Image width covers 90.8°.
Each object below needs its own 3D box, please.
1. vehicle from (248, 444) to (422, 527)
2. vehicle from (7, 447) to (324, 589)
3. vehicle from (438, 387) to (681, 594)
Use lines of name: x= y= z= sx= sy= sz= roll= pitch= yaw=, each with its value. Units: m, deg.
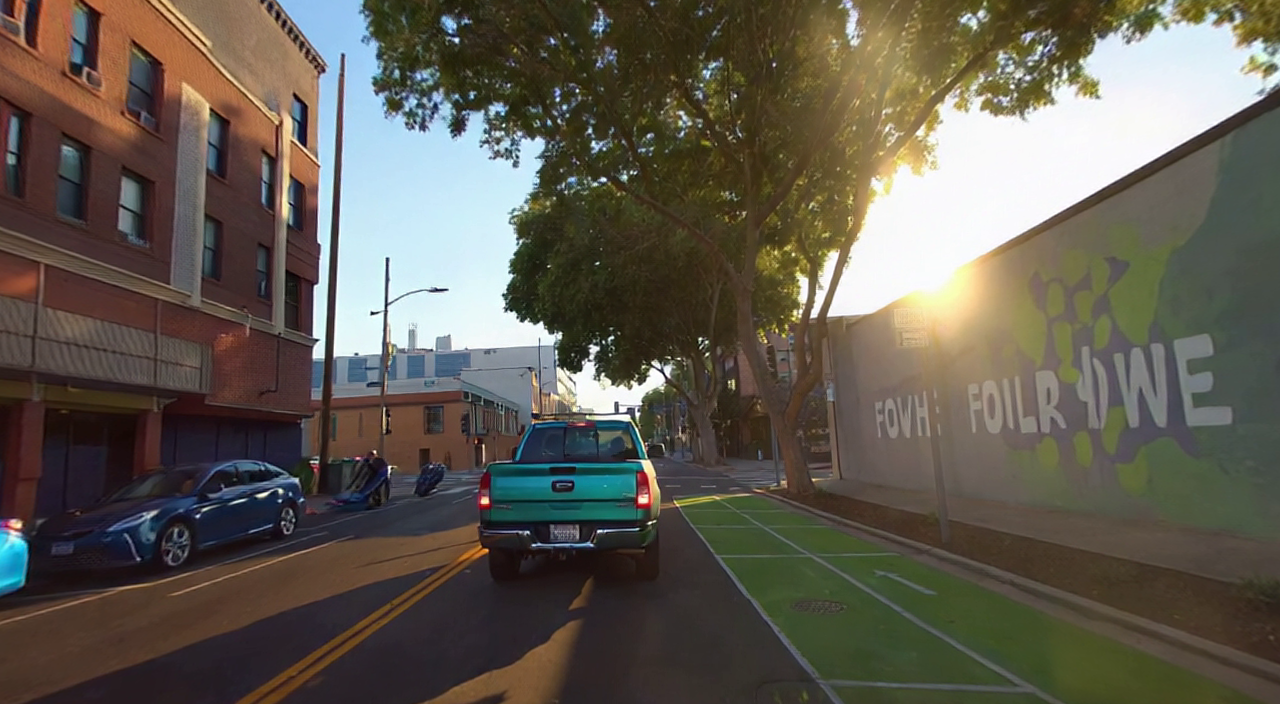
vehicle: x=-7.399 y=3.227 z=16.069 sx=1.884 sy=1.730 sz=5.076 roll=0 pitch=-8 yaw=0
vehicle: x=-7.208 y=2.456 z=10.383 sx=1.882 sy=1.686 sz=4.489 roll=-2 pitch=-8 yaw=-3
vehicle: x=-0.711 y=1.607 z=8.169 sx=2.215 sy=1.882 sz=4.611 roll=0 pitch=-8 yaw=1
